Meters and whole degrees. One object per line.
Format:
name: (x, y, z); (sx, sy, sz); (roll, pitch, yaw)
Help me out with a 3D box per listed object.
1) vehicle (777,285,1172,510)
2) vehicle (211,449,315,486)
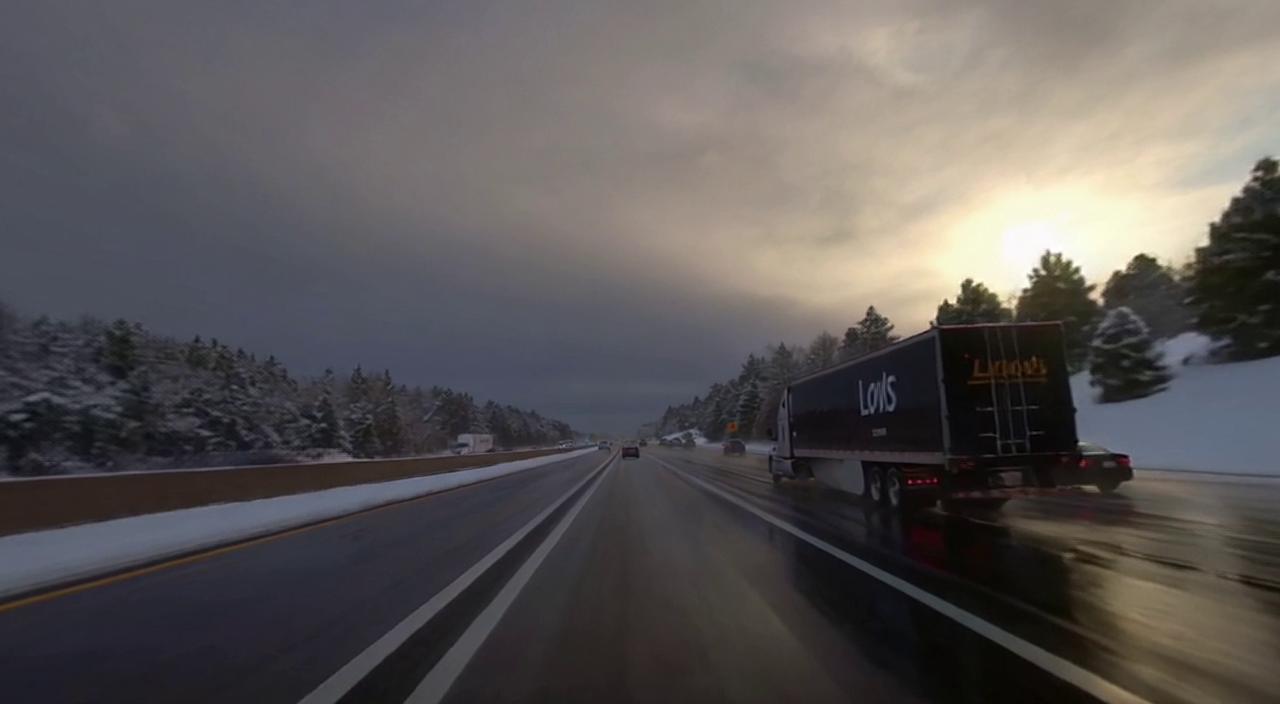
vehicle: (7.840, 1.996, 19.750); (2.892, 4.128, 16.495); (0, -8, -2)
vehicle: (-19.365, 5.907, 32.792); (2.272, 1.726, 5.194); (0, -8, -1)
